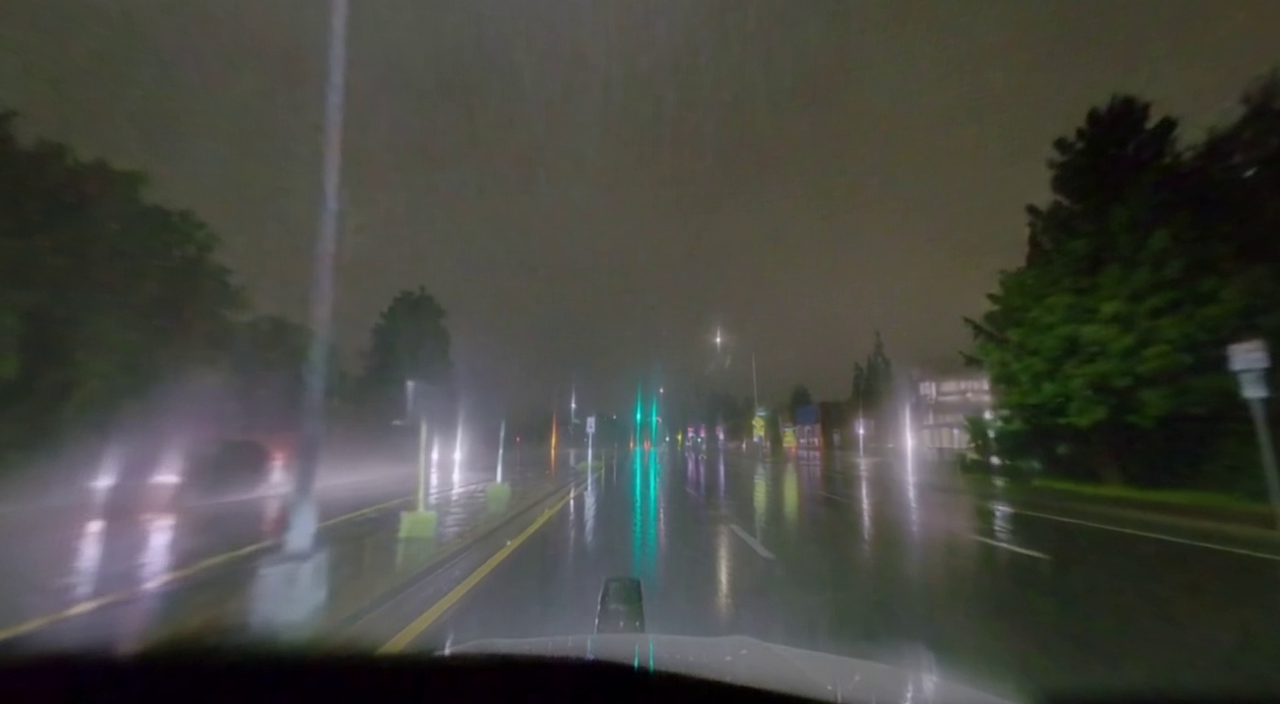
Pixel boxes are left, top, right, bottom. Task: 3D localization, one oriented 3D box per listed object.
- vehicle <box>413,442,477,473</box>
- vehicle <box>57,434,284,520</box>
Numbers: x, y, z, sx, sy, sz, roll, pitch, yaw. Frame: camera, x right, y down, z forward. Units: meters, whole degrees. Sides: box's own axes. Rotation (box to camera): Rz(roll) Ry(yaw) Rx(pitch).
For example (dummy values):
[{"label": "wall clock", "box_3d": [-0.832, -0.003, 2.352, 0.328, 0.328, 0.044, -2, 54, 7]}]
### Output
[{"label": "vehicle", "box_3d": [-10.600, 5.753, 34.794, 1.916, 1.593, 5.012, 0, -8, 0]}, {"label": "vehicle", "box_3d": [-10.672, 2.828, 14.906, 1.923, 1.702, 4.387, 0, -8, 0]}]
